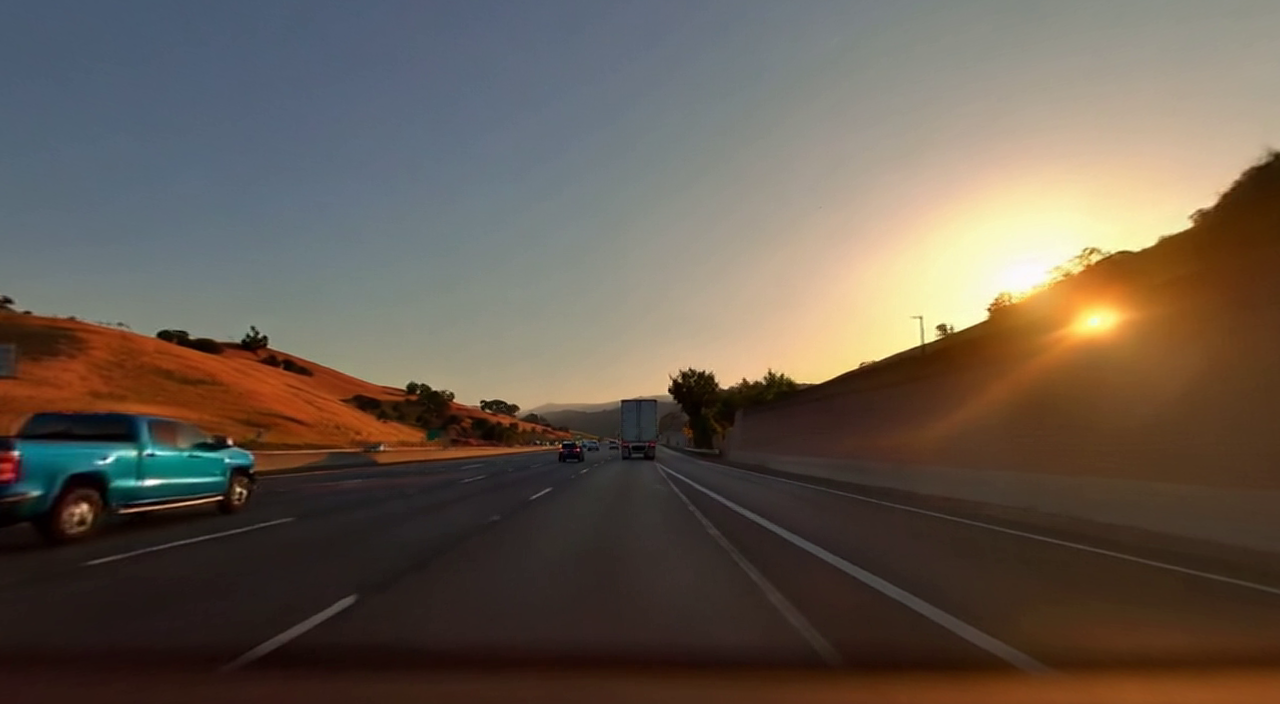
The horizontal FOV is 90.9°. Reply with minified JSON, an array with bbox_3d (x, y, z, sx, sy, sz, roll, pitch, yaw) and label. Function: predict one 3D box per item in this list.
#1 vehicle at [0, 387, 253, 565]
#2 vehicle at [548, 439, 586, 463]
[{"bbox_3d":[-7.727,1.519,8.087,2.113,1.837,5.339,0,-8,0],"label":"vehicle"},{"bbox_3d":[-4.733,6.497,41.556,1.983,1.508,4.060,0,-8,0],"label":"vehicle"}]
